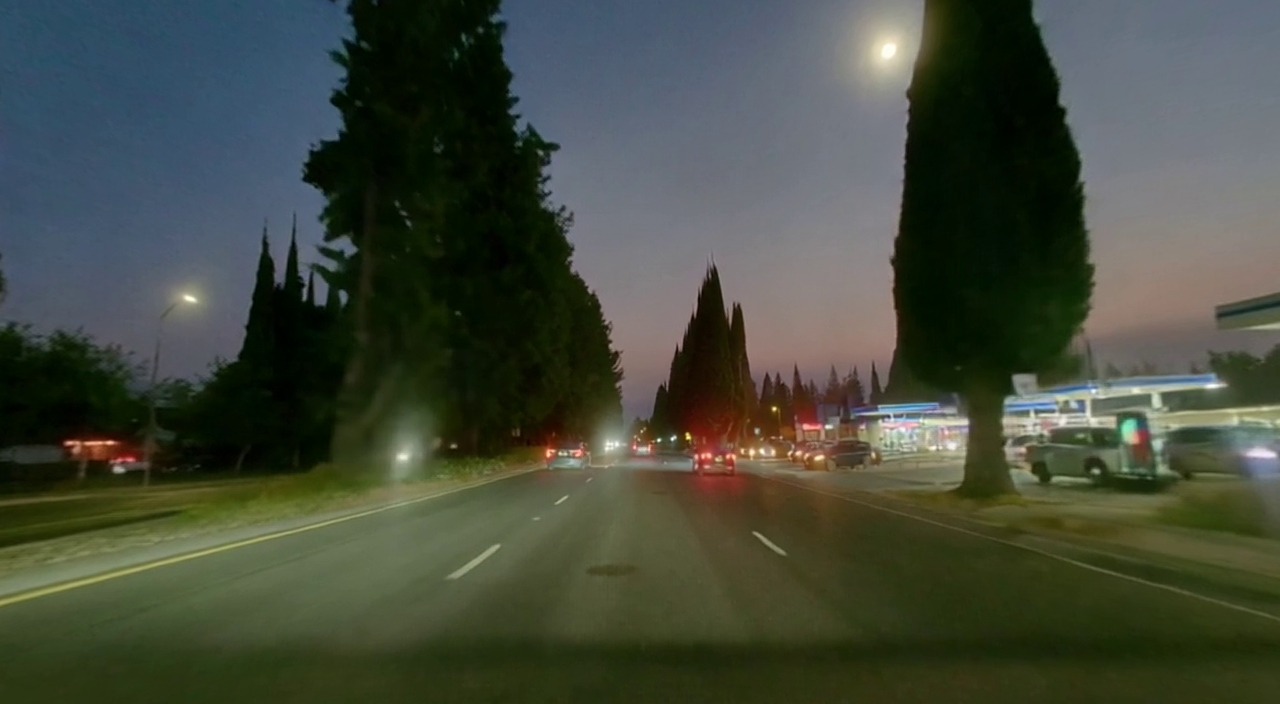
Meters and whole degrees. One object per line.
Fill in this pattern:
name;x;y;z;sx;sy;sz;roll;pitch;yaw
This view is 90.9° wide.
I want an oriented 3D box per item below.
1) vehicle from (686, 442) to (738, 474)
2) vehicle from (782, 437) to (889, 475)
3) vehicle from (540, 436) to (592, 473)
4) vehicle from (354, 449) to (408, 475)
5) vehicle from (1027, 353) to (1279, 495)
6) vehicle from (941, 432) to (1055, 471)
vehicle;3.508;5.281;31.642;2.010;1.486;4.498;0;-8;-1
vehicle;9.554;5.098;31.045;4.526;1.768;2.056;1;-9;-9
vehicle;-3.621;5.105;31.591;2.051;1.747;4.370;0;-8;1
vehicle;-16.046;6.764;38.969;1.839;1.478;4.437;7;-11;-38
vehicle;15.469;2.243;18.125;3.133;3.133;8.198;-1;-9;-2
vehicle;16.970;4.722;30.045;4.107;1.487;1.937;-5;-7;2
